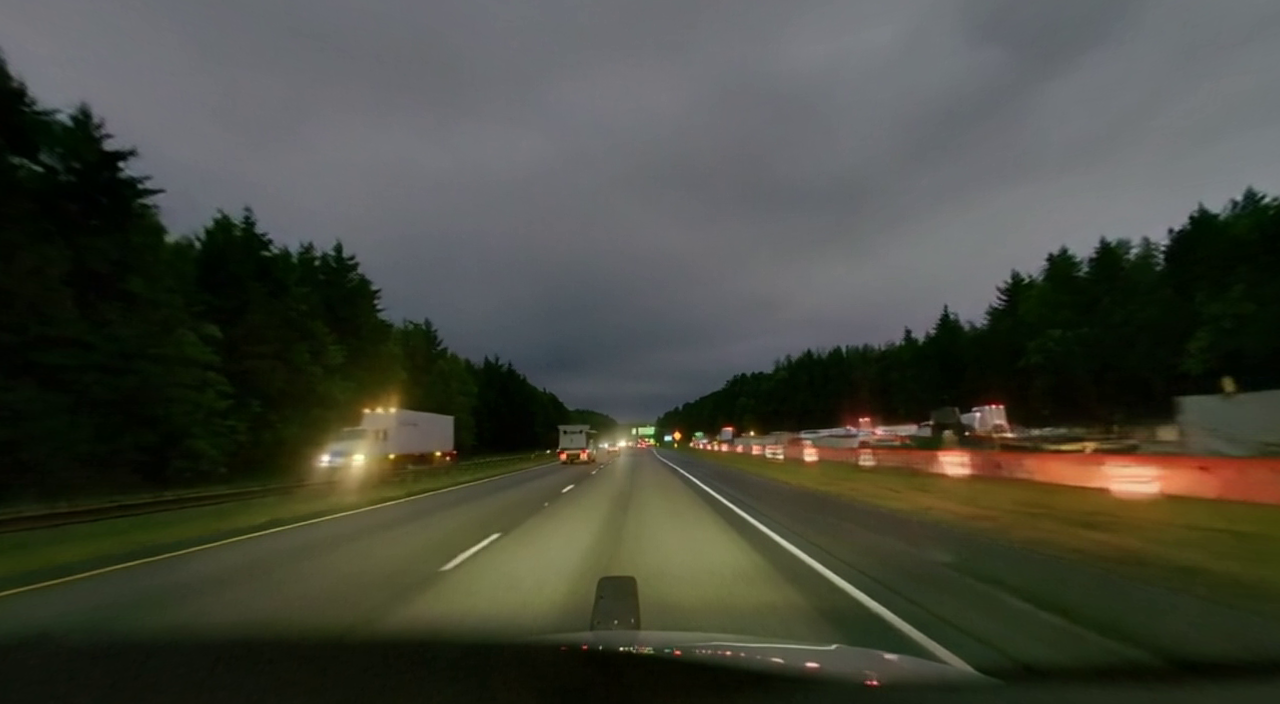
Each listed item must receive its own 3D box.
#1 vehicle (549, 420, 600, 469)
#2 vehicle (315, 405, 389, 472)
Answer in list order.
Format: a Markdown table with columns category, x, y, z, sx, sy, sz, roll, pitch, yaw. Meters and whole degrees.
| category | x | y | z | sx | sy | sz | roll | pitch | yaw |
| --- | --- | --- | --- | --- | --- | --- | --- | --- | --- |
| vehicle | -3.760 | 5.466 | 37.350 | 2.484 | 2.625 | 5.907 | 0 | -8 | 0 |
| vehicle | -17.466 | 5.269 | 38.388 | 3.014 | 3.832 | 3.036 | 0 | -8 | -1 |
